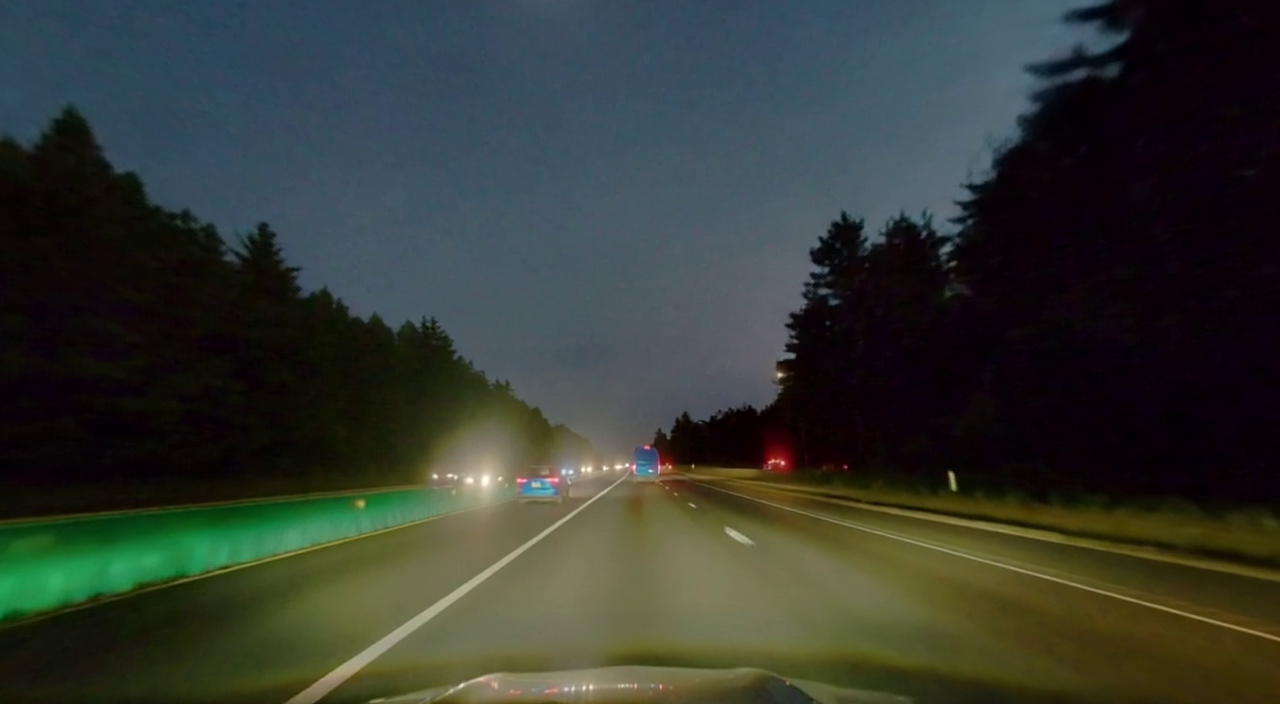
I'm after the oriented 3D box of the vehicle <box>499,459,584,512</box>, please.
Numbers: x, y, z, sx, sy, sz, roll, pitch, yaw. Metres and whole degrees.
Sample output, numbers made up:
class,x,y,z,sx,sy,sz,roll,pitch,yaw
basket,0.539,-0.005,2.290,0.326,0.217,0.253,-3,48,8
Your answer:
class,x,y,z,sx,sy,sz,roll,pitch,yaw
vehicle,-3.074,4.332,20.672,2.038,1.490,4.391,1,-11,0
